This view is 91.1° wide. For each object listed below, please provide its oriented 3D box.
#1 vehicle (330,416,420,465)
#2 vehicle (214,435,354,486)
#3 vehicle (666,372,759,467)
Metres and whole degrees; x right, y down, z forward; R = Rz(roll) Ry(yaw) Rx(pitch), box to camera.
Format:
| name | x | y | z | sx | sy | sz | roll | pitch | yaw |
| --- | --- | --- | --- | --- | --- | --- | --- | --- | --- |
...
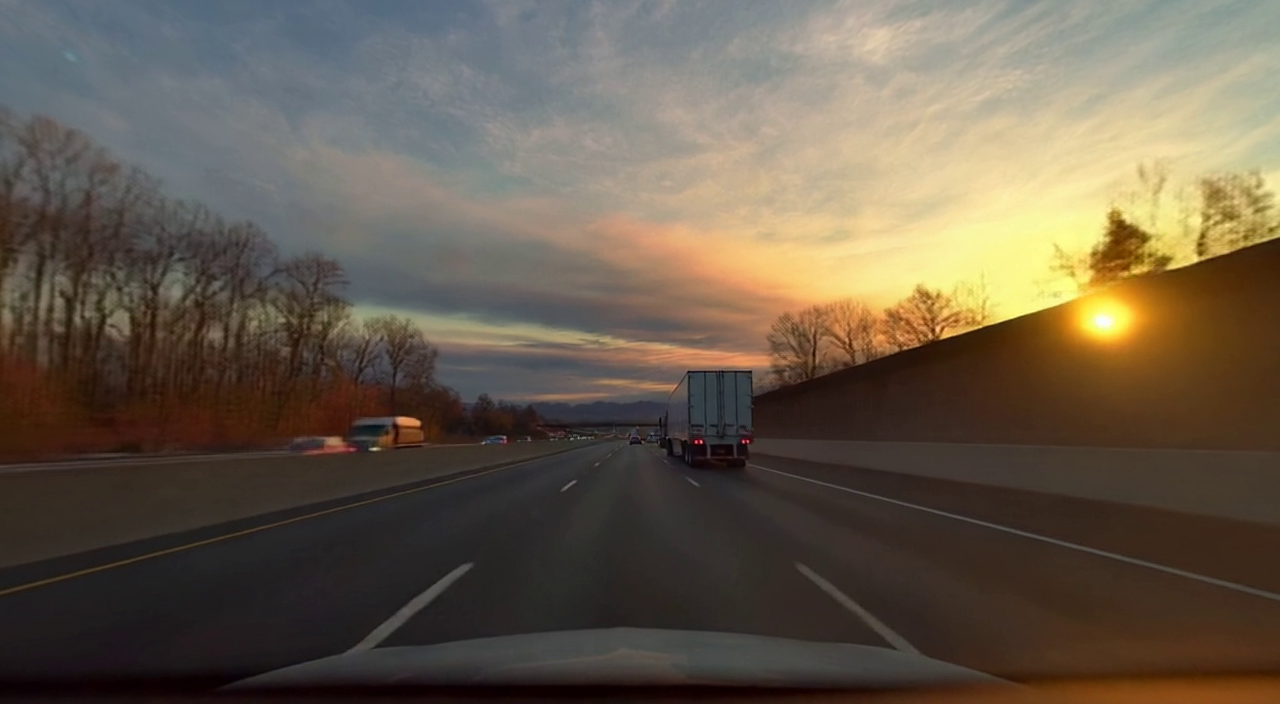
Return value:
| name | x | y | z | sx | sy | sz | roll | pitch | yaw |
| --- | --- | --- | --- | --- | --- | --- | --- | --- | --- |
| vehicle | -15.741 | 5.326 | 37.944 | 2.333 | 2.686 | 7.040 | 0 | -8 | 0 |
| vehicle | -12.002 | 3.640 | 21.688 | 1.933 | 1.543 | 4.960 | 0 | -8 | 0 |
| vehicle | 3.480 | 3.941 | 35.269 | 2.979 | 4.161 | 15.508 | 1 | -7 | -2 |
